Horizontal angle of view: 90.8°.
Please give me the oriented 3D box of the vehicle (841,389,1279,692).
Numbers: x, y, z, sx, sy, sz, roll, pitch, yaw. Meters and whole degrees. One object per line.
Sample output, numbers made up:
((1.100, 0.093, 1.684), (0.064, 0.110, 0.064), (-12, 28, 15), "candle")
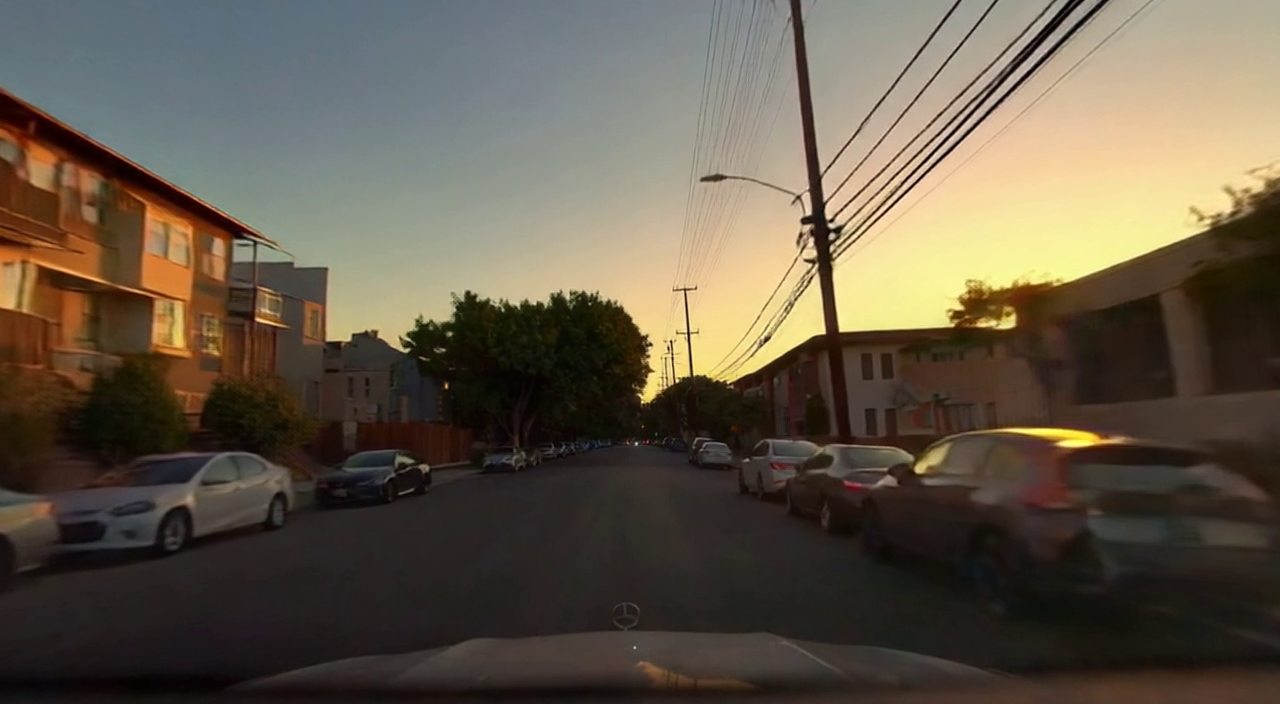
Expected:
((3.663, 1.393, 5.916), (2.095, 1.694, 4.592), (-1, -8, 1), "vehicle")

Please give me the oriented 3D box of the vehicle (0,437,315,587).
((-7.655, 2.434, 10.711), (1.981, 1.651, 4.683), (-5, -6, -3), "vehicle")

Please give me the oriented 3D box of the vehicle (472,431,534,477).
((-7.687, 5.743, 36.104), (2.351, 2.251, 5.856), (-2, -8, -2), "vehicle")

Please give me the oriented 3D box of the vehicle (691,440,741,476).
((3.710, 5.247, 31.501), (1.925, 1.634, 4.419), (0, -8, 0), "vehicle")

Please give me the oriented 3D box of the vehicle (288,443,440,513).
((-7.506, 3.429, 17.838), (2.145, 1.488, 4.646), (-3, -7, 1), "vehicle")
